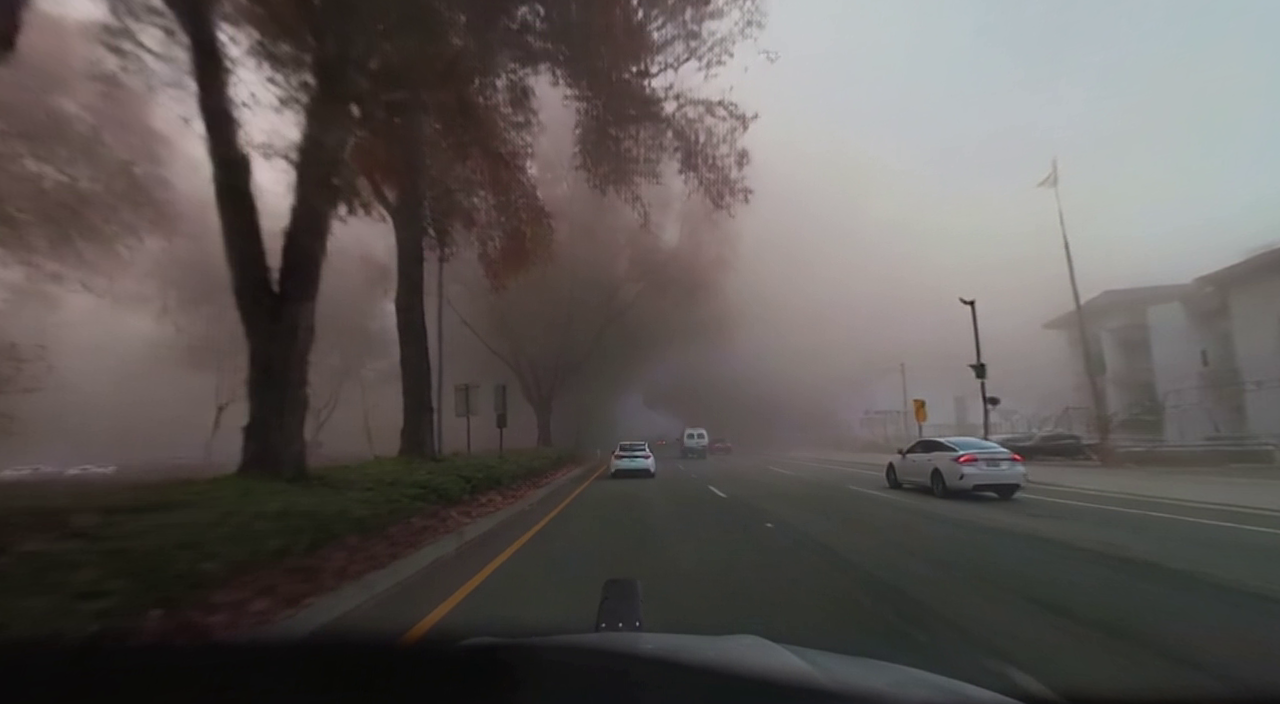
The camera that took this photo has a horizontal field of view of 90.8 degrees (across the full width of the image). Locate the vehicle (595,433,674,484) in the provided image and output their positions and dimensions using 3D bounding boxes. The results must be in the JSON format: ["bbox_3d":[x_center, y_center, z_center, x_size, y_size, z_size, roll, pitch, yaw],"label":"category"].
[{"bbox_3d":[-0.198,3.420,20.556,2.289,1.471,4.477,0,-8,-1],"label":"vehicle"}]

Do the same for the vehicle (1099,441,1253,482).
[{"bbox_3d":[21.127,4.308,25.244,1.920,1.458,4.704,0,-8,-2],"label":"vehicle"}]

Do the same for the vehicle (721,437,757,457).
[{"bbox_3d":[7.507,7.261,48.293,2.061,1.460,3.948,0,-8,-1],"label":"vehicle"}]

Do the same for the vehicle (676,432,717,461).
[{"bbox_3d":[3.596,6.151,41.254,2.188,1.760,4.297,0,-8,-1],"label":"vehicle"}]

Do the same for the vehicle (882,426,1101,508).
[{"bbox_3d":[7.391,2.468,14.032,2.111,1.493,4.639,0,-8,-1],"label":"vehicle"}]

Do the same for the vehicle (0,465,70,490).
[{"bbox_3d":[-44.550,9.117,45.990,3.961,1.678,2.032,1,-8,-4],"label":"vehicle"}]
